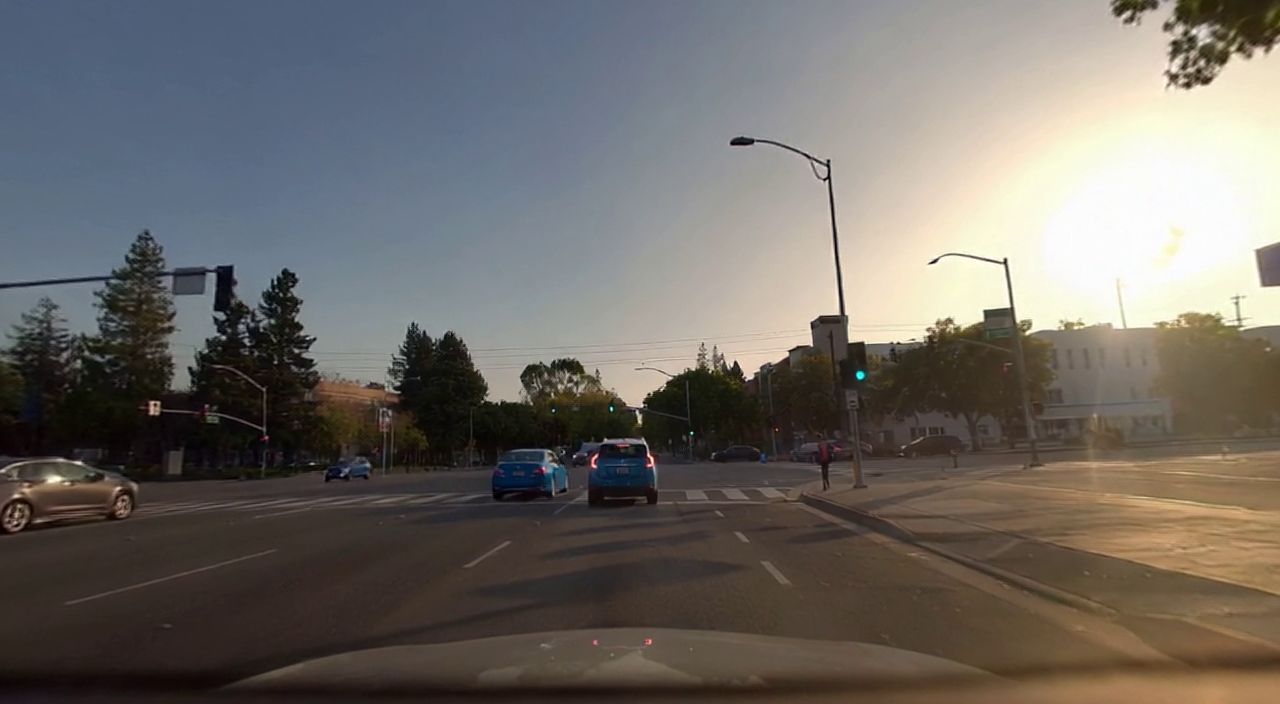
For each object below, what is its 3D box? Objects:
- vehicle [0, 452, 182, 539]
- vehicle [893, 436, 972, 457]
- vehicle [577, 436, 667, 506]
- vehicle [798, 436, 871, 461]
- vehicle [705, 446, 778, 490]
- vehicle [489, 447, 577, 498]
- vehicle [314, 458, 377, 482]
[{"bbox_3d":[-13.451,3.181,14.716,1.995,1.626,4.592,0,-8,2],"label":"vehicle"},{"bbox_3d":[20.699,6.686,44.826,4.700,1.417,1.789,0,-8,2],"label":"vehicle"},{"bbox_3d":[-0.403,3.253,17.757,2.210,1.722,4.215,0,-8,1],"label":"vehicle"},{"bbox_3d":[13.828,6.899,45.107,4.524,1.681,1.823,0,-8,0],"label":"vehicle"},{"bbox_3d":[3.902,4.275,23.664,1.976,1.462,4.342,-3,-9,18],"label":"vehicle"},{"bbox_3d":[-3.372,3.897,20.870,2.003,1.492,4.291,0,-8,2],"label":"vehicle"},{"bbox_3d":[-20.831,8.372,44.929,1.949,1.480,4.932,0,-8,2],"label":"vehicle"}]
